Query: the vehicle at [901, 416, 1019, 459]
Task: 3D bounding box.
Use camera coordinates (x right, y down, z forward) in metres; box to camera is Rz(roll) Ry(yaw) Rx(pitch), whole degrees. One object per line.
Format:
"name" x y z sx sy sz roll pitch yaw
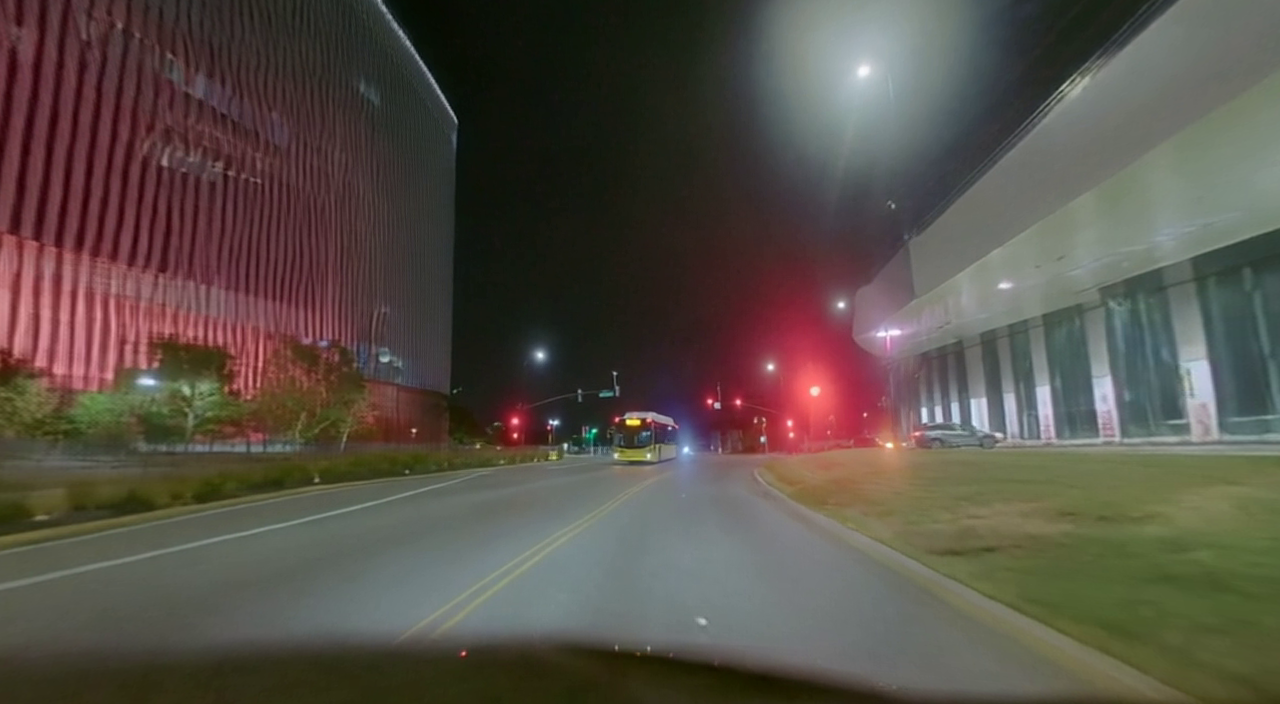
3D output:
"vehicle" 15.875 4.312 31.510 4.647 1.951 2.304 -2 -10 9
